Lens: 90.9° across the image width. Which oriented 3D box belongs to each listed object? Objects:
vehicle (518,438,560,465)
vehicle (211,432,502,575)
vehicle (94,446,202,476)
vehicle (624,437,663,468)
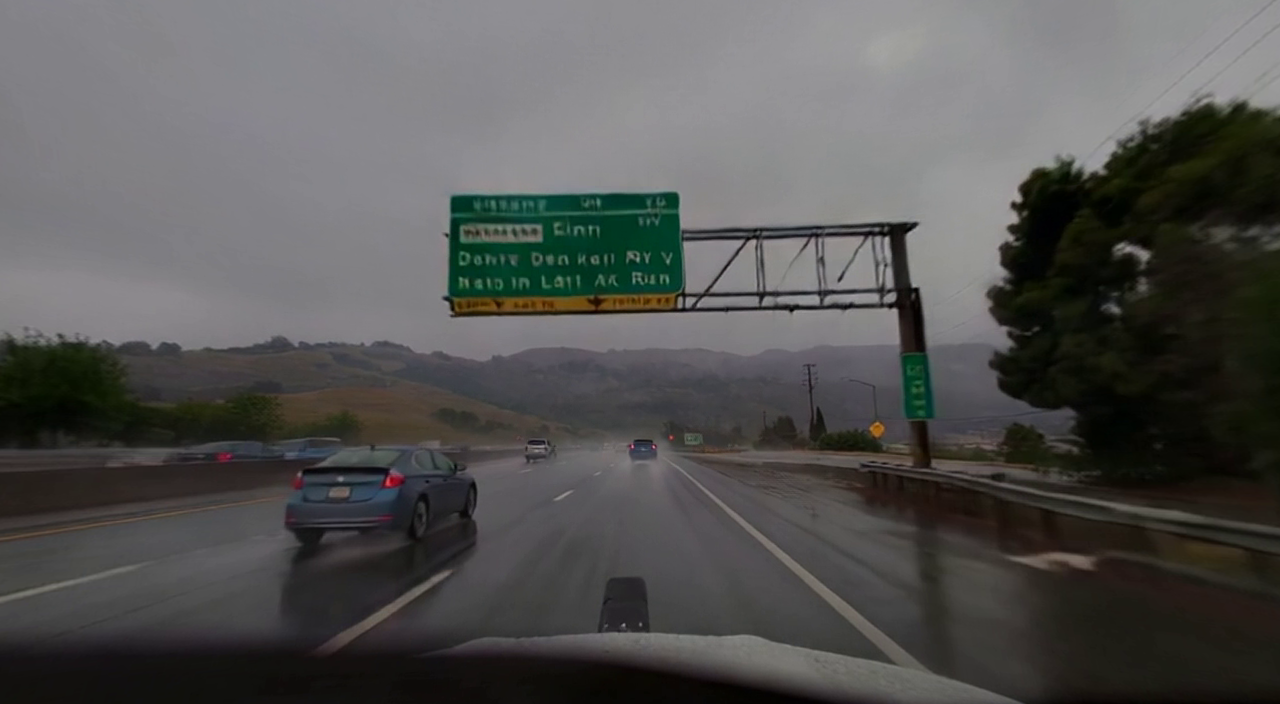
[{"bbox_3d":[-7.120,7.063,44.914,2.091,1.775,4.601,0,-8,1],"label":"vehicle"},{"bbox_3d":[-3.588,1.989,9.253,1.967,1.517,4.808,0,-8,1],"label":"vehicle"},{"bbox_3d":[-28.293,6.268,36.516,2.182,1.596,5.004,0,-8,0],"label":"vehicle"},{"bbox_3d":[0.178,6.006,37.796,2.194,1.737,4.127,0,-8,-1],"label":"vehicle"}]
